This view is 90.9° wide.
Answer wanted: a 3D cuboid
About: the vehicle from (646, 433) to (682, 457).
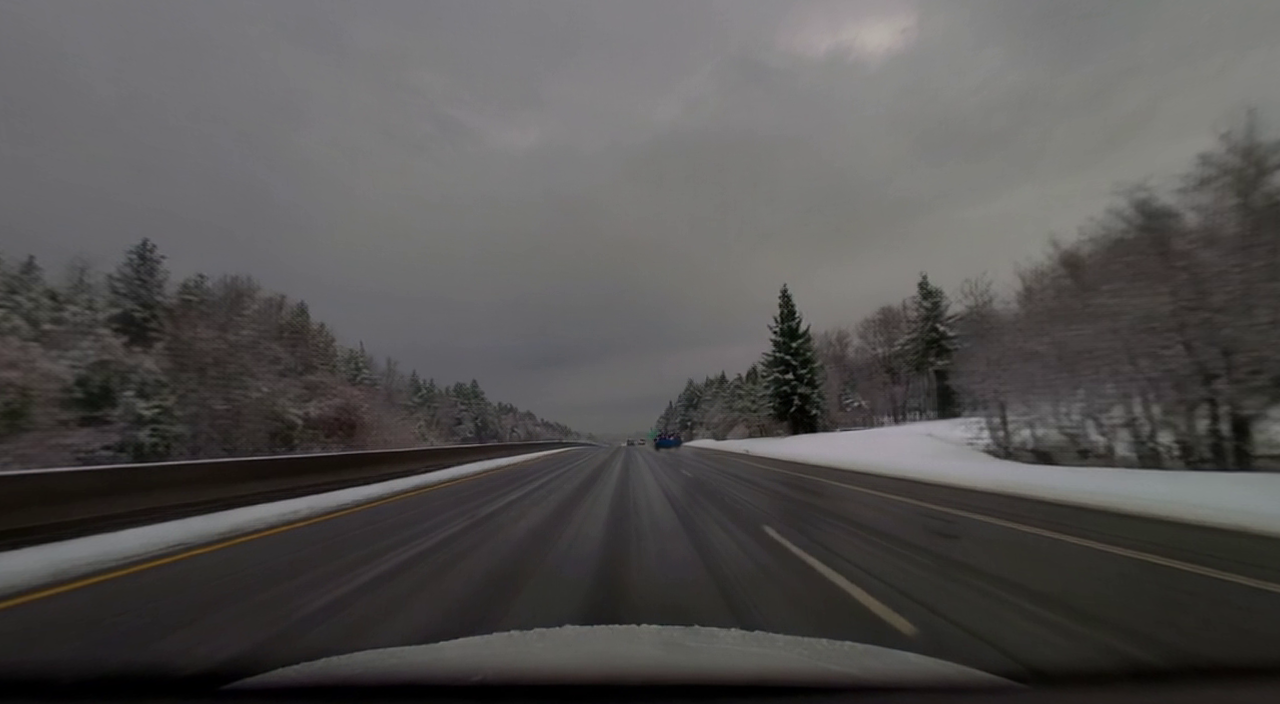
[{"bbox_3d":[1.471,5.871,39.934,1.911,1.449,3.776,0,-8,-3],"label":"vehicle"}]
